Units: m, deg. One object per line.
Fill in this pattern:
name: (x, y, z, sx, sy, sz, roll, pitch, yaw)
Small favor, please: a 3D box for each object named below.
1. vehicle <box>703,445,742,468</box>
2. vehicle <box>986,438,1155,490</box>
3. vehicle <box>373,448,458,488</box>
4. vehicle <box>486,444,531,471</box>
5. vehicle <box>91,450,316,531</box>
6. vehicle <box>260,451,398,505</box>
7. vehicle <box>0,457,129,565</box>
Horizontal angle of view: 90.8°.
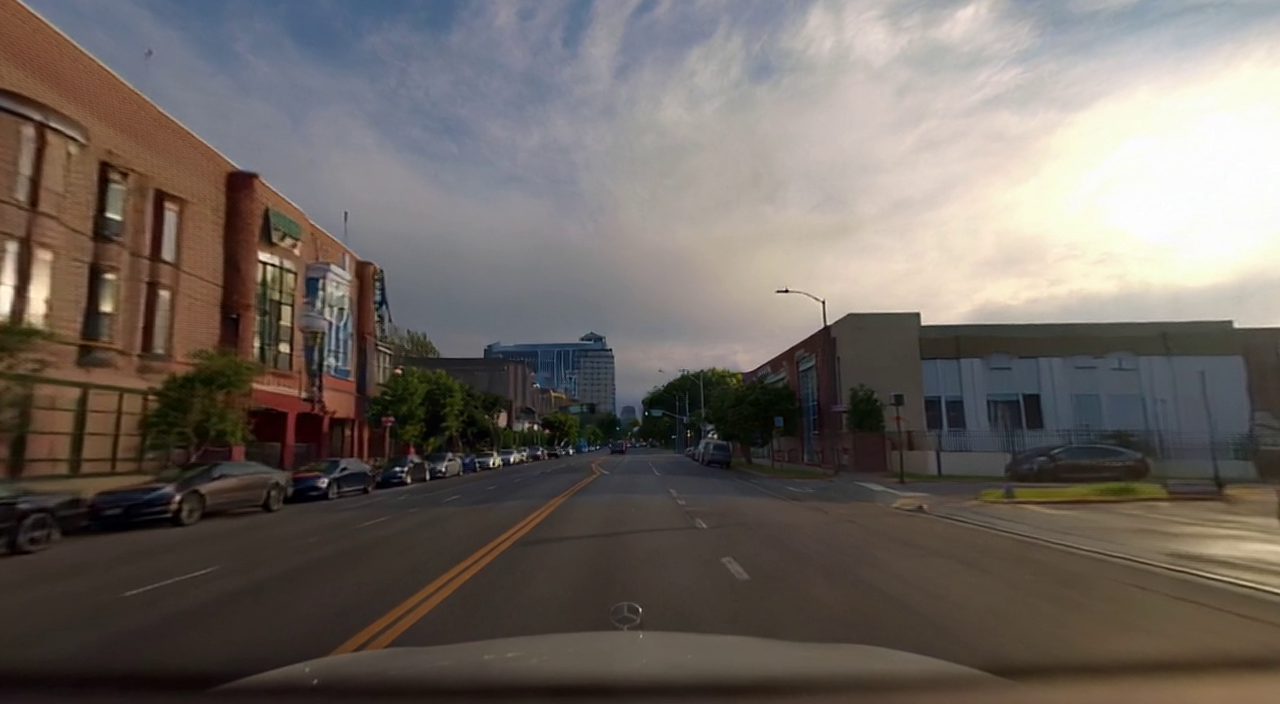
vehicle: (5.926, 7.585, 46.099, 2.038, 1.482, 4.994, 0, -8, -2)
vehicle: (15.962, 4.172, 23.646, 4.625, 1.797, 2.266, 0, -9, -1)
vehicle: (-10.188, 5.274, 29.172, 1.995, 1.564, 5.321, 0, -8, 0)
vehicle: (-10.091, 8.102, 48.862, 2.228, 1.863, 5.407, -1, -8, 1)
vehicle: (-10.022, 3.163, 15.146, 1.918, 1.535, 4.834, -1, -8, 1)
vehicle: (-10.075, 4.090, 21.000, 2.010, 1.476, 4.871, -1, -8, 2)
vehicle: (-10.011, 2.242, 8.624, 1.959, 1.451, 4.990, 0, -8, -1)
